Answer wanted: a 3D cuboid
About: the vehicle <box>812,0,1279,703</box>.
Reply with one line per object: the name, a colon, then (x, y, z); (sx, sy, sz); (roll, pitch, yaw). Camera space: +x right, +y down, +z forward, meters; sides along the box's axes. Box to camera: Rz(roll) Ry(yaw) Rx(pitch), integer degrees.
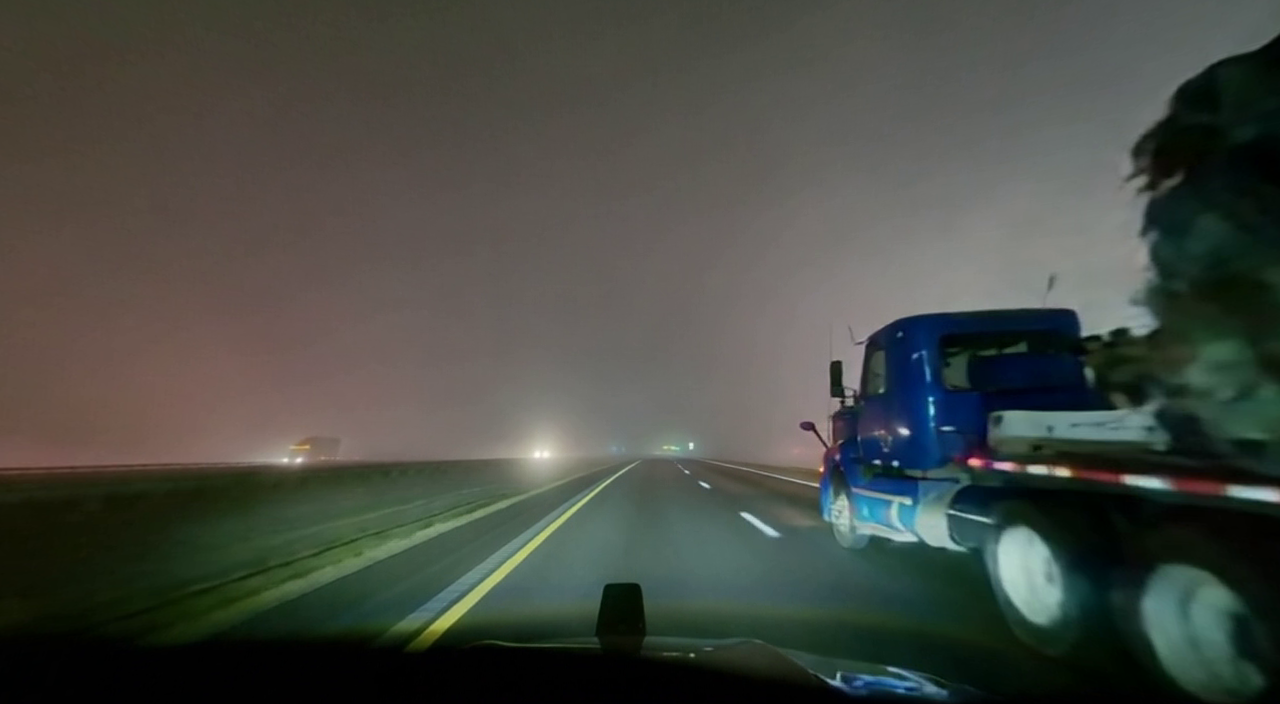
vehicle: (3.965, 0.419, 3.789); (3.342, 2.931, 9.266); (-1, -8, 1)
